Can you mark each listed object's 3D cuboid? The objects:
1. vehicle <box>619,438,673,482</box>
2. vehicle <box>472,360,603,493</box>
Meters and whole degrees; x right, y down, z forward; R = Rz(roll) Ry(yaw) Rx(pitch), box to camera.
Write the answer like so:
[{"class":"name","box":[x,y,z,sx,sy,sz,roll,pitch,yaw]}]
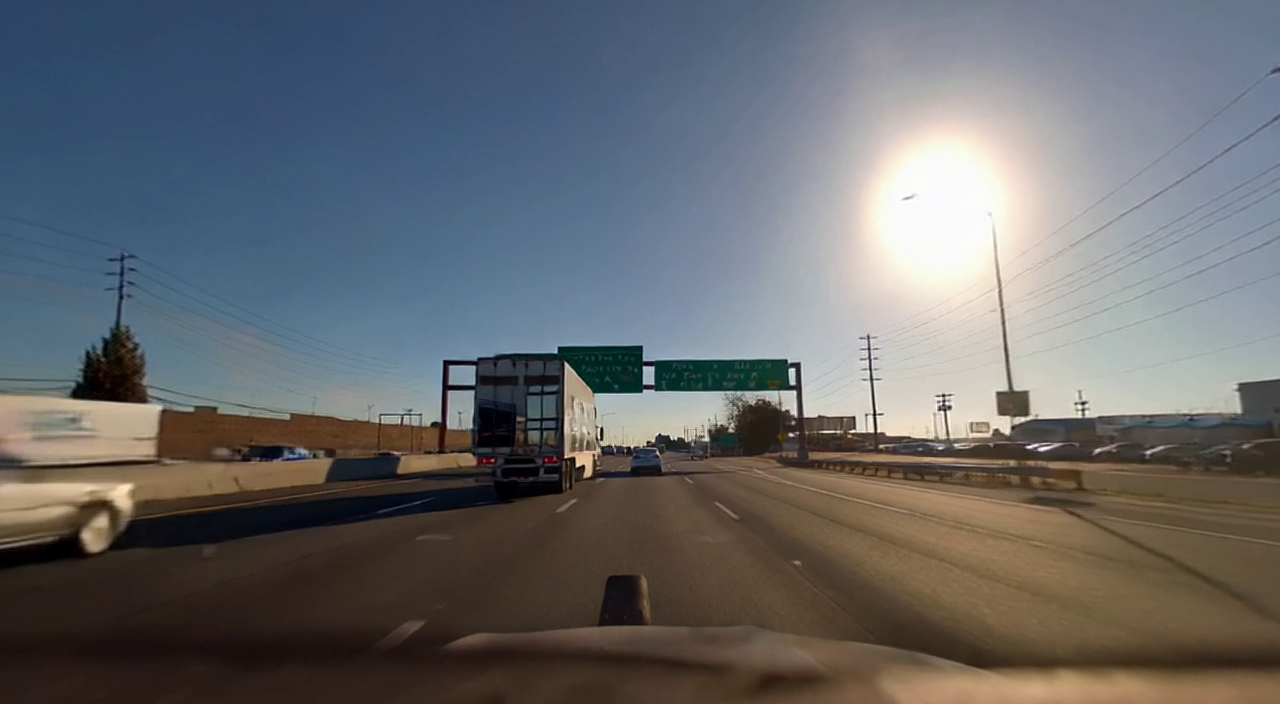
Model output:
[{"class":"vehicle","box":[0.258,4.899,29.010,2.279,1.837,4.747,0,-8,0]},{"class":"vehicle","box":[-3.790,3.579,28.644,2.888,4.308,16.259,0,-8,1]}]
